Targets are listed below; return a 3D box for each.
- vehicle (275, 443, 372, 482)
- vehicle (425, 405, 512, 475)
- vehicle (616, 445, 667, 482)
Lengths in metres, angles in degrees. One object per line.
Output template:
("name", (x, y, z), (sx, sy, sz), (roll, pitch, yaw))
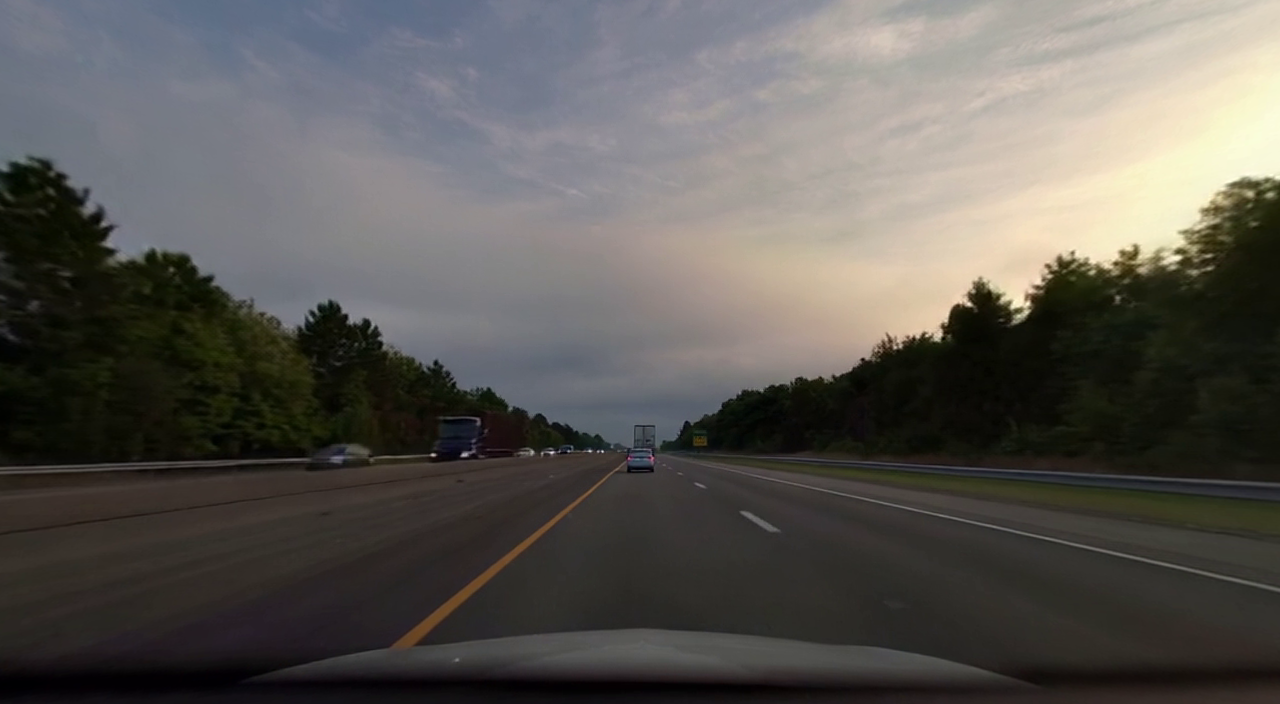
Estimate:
("vehicle", (-13.252, 4.625, 26.718), (1.843, 1.501, 4.395), (0, -9, 0))
("vehicle", (-8.901, 4.722, 33.647), (2.612, 3.281, 7.073), (0, -9, 0))
("vehicle", (0.033, 4.984, 28.475), (2.114, 1.523, 4.012), (0, -9, -1))
